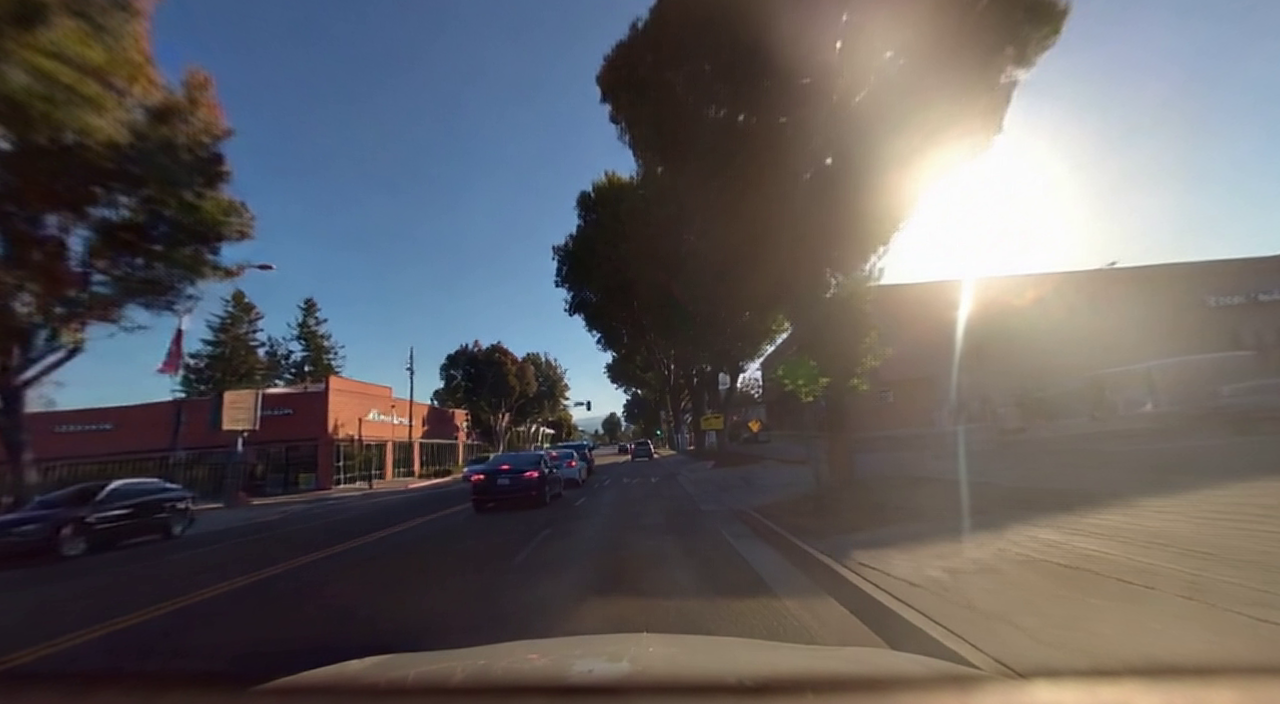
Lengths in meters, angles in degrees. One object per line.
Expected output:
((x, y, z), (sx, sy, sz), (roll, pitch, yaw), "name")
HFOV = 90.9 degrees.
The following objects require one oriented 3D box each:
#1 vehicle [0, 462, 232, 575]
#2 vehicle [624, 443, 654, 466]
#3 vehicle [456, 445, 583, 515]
((-11.313, 3.427, 13.480), (1.978, 1.640, 4.695), (-9, -8, 0), "vehicle")
((-0.123, 7.027, 43.507), (2.020, 1.478, 3.922), (0, -8, -2), "vehicle")
((-2.679, 2.961, 15.247), (2.099, 1.424, 4.609), (0, -8, 1), "vehicle")
